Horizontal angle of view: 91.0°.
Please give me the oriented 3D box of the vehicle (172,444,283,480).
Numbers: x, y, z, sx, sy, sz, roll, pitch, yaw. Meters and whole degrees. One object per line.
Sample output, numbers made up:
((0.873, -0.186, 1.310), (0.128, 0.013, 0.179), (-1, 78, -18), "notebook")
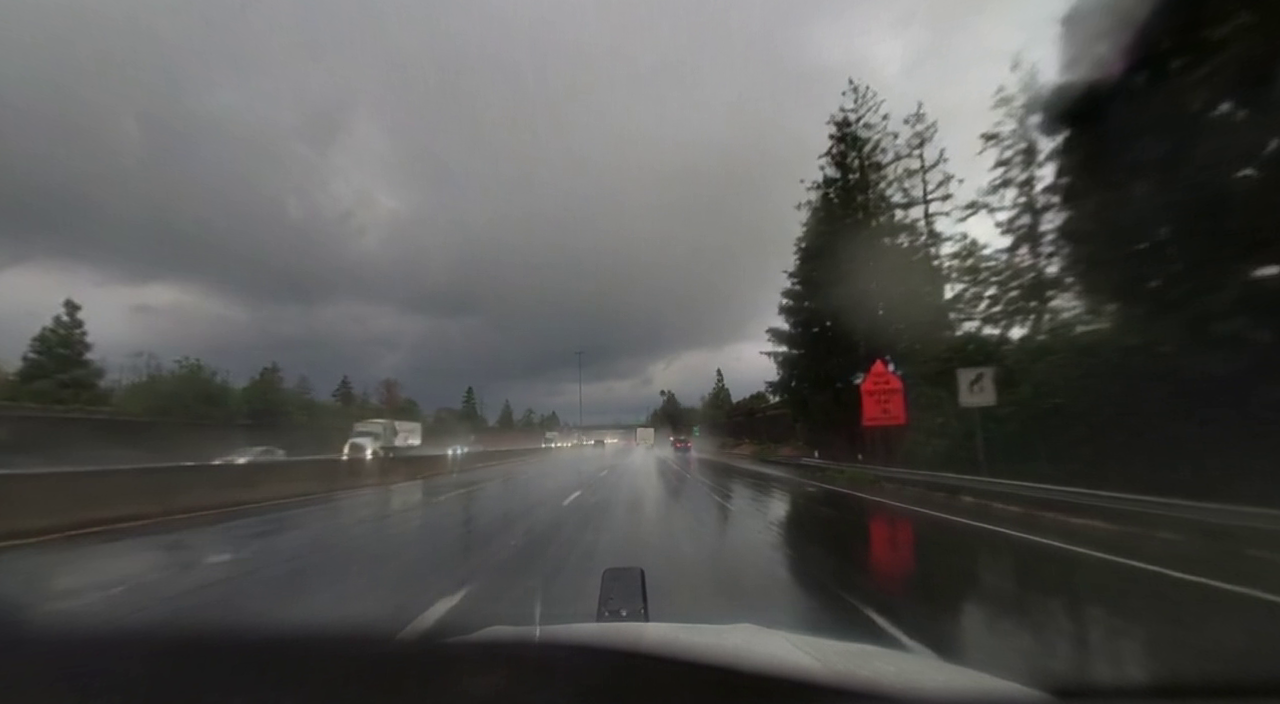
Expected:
((-19.547, 5.197, 30.147), (2.023, 1.591, 4.712), (0, -8, 1), "vehicle")
